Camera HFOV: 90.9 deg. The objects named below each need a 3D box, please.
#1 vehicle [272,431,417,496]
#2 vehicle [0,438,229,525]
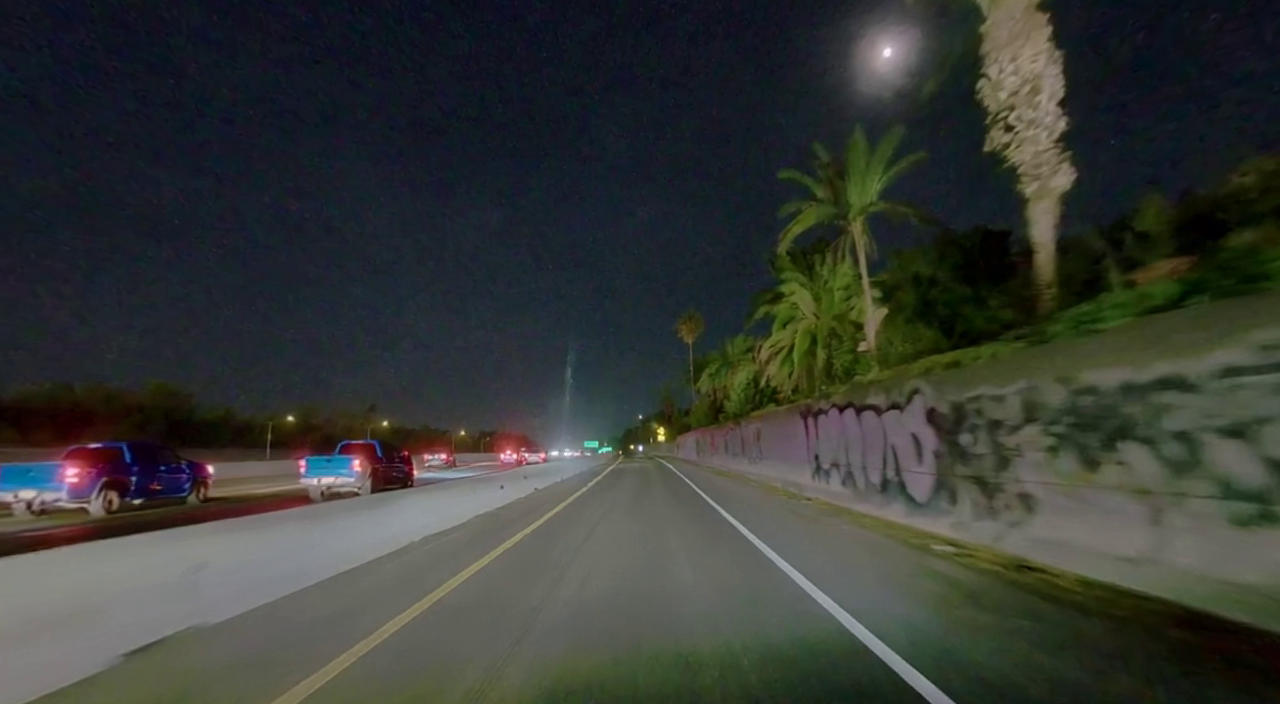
[{"bbox_3d":[-10.201,3.891,22.474,2.342,1.999,5.594,0,-8,1],"label":"vehicle"},{"bbox_3d":[-14.199,3.276,16.848,2.272,1.882,5.941,0,-8,1],"label":"vehicle"}]
